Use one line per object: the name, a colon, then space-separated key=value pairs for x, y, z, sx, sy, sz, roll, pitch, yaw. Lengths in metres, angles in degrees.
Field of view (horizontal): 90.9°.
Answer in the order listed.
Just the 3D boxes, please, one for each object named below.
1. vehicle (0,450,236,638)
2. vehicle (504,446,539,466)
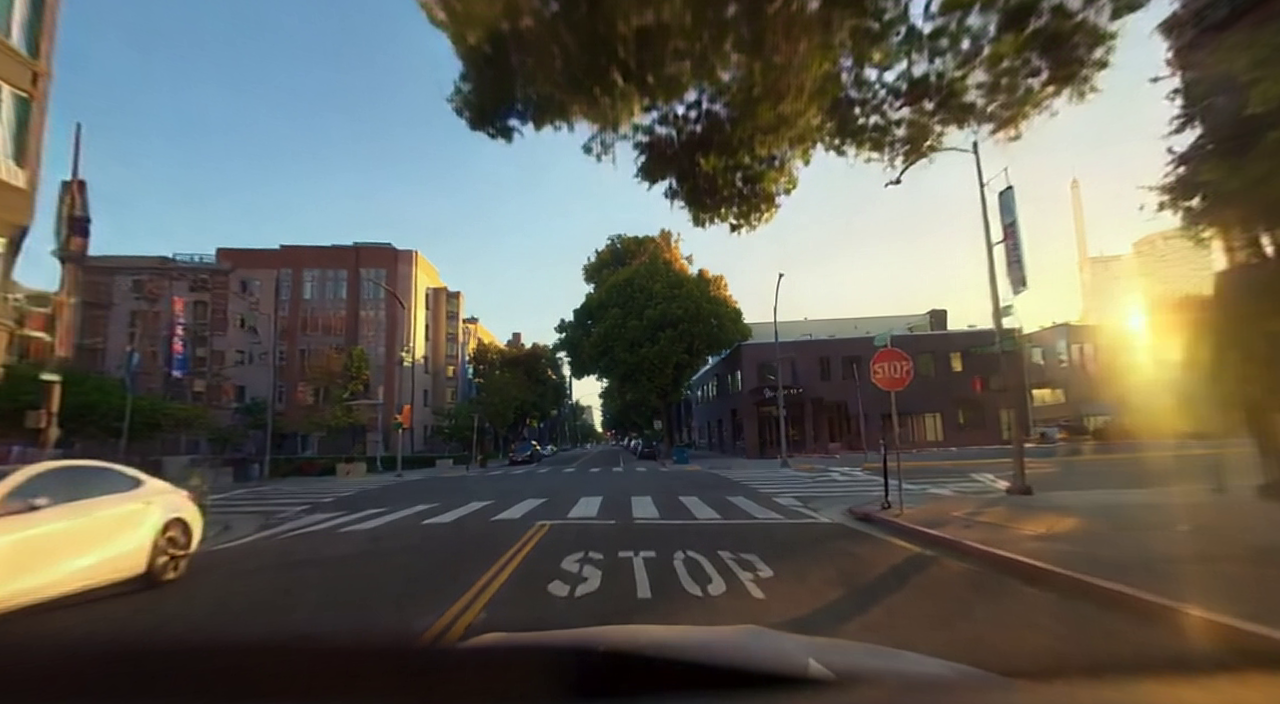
vehicle: x=-6.063 y=1.653 z=5.700 sx=1.874 sy=1.460 sz=4.495 roll=0 pitch=-8 yaw=-1
vehicle: x=-9.181 y=8.099 z=49.218 sx=2.033 sy=1.491 sz=4.298 roll=0 pitch=-8 yaw=-1
